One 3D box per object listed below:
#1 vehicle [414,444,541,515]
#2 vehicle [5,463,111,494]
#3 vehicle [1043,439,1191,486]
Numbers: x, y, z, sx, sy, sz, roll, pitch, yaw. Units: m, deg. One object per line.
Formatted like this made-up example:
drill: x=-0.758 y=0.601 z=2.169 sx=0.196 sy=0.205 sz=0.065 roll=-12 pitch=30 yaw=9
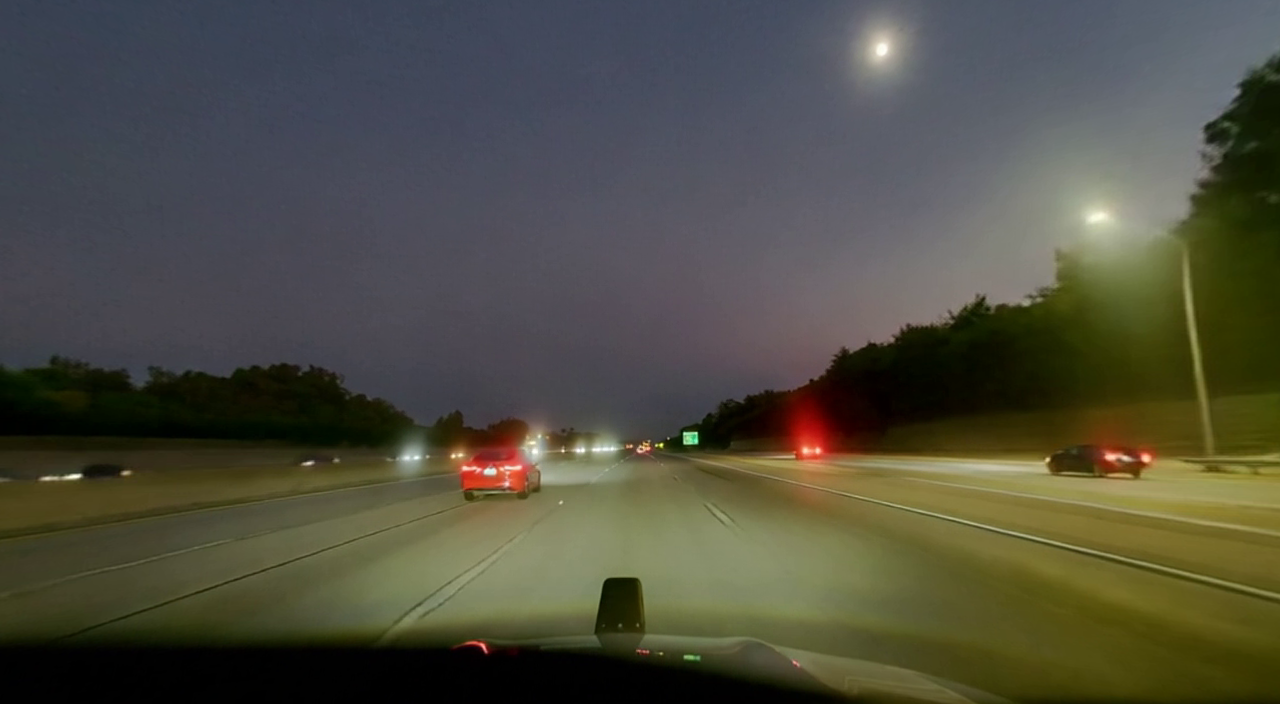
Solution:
vehicle: x=-3.733 y=2.996 z=15.408 sx=1.873 sy=1.438 sz=4.546 roll=-1 pitch=-9 yaw=1
vehicle: x=-31.205 y=6.763 z=34.005 sx=1.763 sy=1.463 sz=4.259 roll=0 pitch=-9 yaw=-2
vehicle: x=16.282 y=3.794 z=21.904 sx=1.805 sy=1.427 sz=4.447 roll=-1 pitch=-9 yaw=3
